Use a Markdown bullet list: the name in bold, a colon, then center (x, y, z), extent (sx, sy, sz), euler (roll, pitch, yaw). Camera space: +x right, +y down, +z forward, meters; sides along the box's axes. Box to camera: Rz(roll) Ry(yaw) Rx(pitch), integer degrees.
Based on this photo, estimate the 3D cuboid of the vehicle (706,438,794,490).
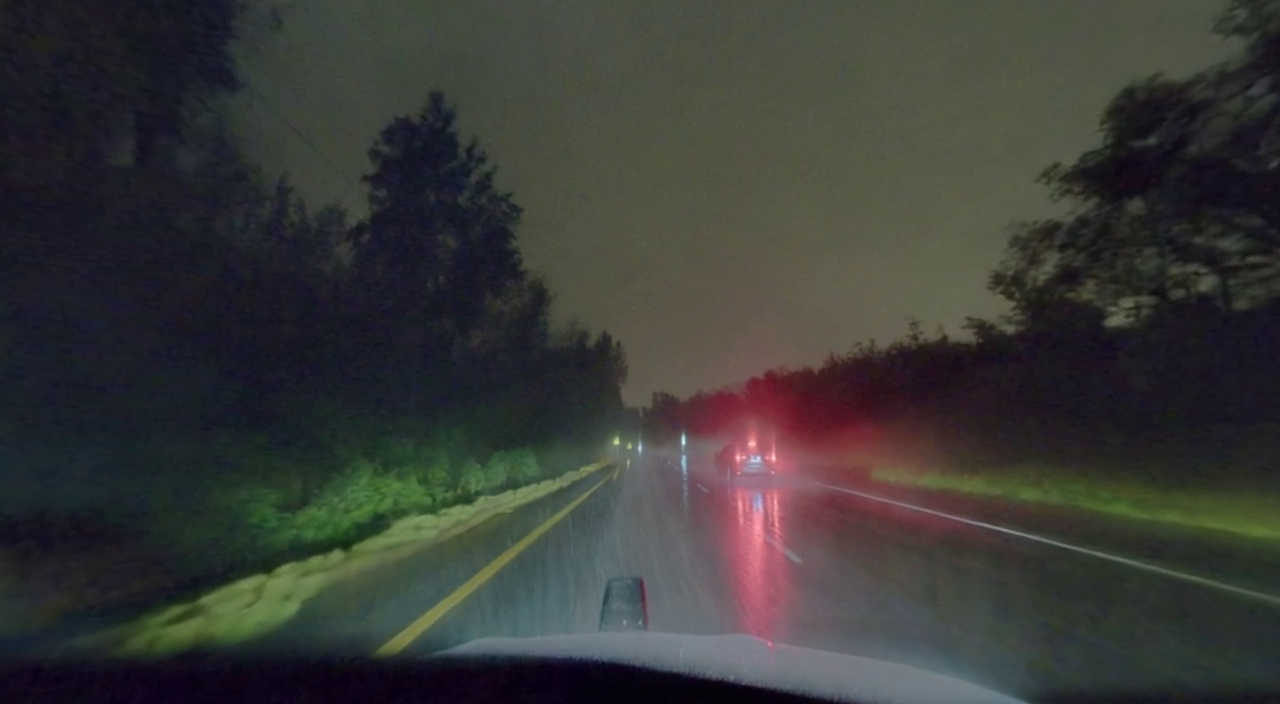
- **vehicle**: center (3.412, 3.570, 20.422), extent (2.003, 1.466, 4.441), euler (0, -8, 0)
